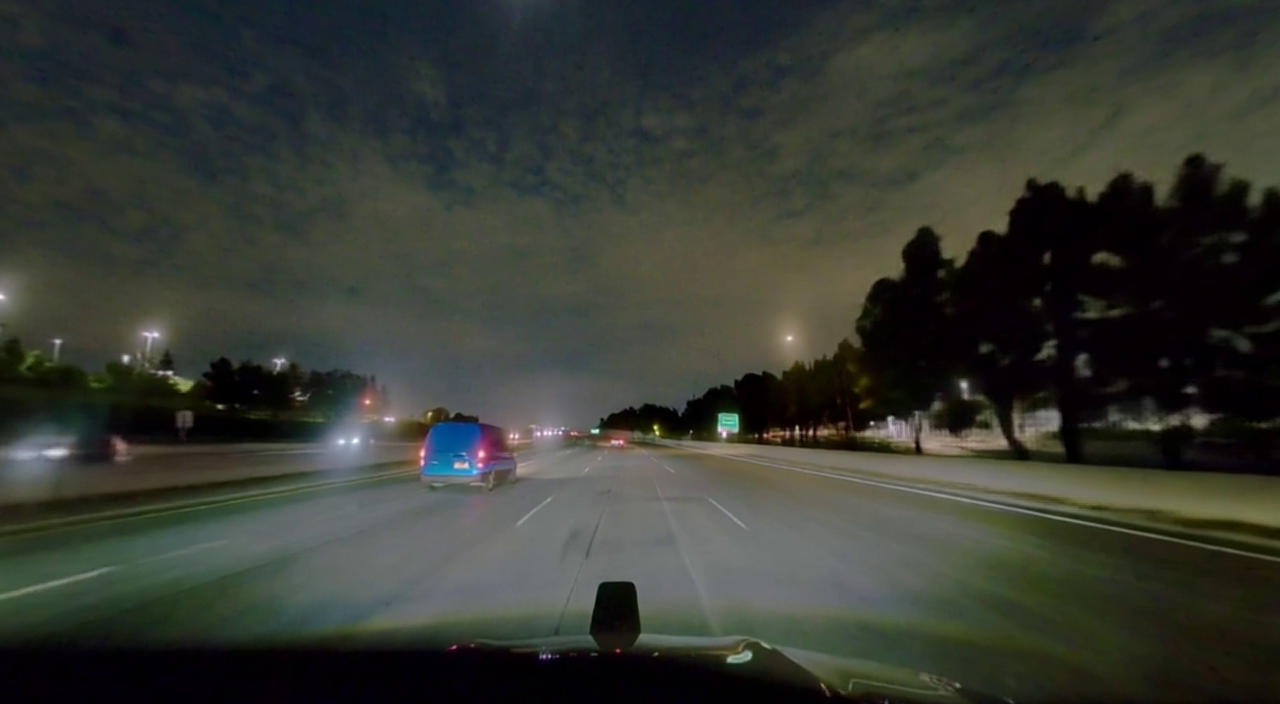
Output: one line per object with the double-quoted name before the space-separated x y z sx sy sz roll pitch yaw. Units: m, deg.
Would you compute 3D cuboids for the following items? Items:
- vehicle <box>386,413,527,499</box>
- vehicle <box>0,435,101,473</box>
"vehicle" -4.344 2.535 15.870 2.219 1.827 4.738 0 -8 -1
"vehicle" -25.977 4.279 26.903 2.005 1.467 4.532 0 -8 -2
